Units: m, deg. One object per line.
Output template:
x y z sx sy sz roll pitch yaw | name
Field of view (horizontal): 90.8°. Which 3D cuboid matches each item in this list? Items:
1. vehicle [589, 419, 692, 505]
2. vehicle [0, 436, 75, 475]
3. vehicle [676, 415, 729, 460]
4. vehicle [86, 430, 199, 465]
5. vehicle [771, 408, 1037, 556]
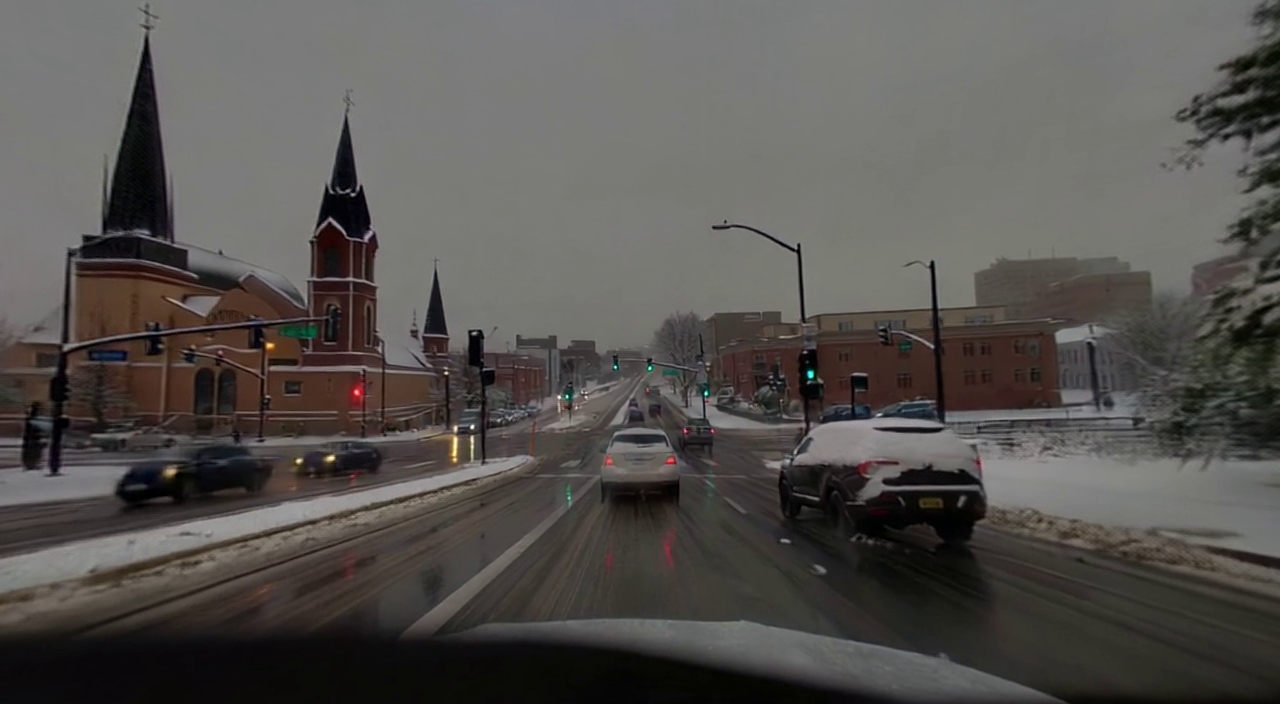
0.083 2.622 15.381 2.168 1.776 4.135 0 -8 2 | vehicle
-34.407 5.671 34.832 4.551 1.784 2.121 0 0 -2 | vehicle
3.357 4.664 34.995 2.228 1.922 5.335 3 -3 -1 | vehicle
-30.070 5.747 38.286 4.955 1.828 2.268 0 -3 -2 | vehicle
3.640 1.894 9.912 2.080 1.735 4.650 0 -9 -1 | vehicle
